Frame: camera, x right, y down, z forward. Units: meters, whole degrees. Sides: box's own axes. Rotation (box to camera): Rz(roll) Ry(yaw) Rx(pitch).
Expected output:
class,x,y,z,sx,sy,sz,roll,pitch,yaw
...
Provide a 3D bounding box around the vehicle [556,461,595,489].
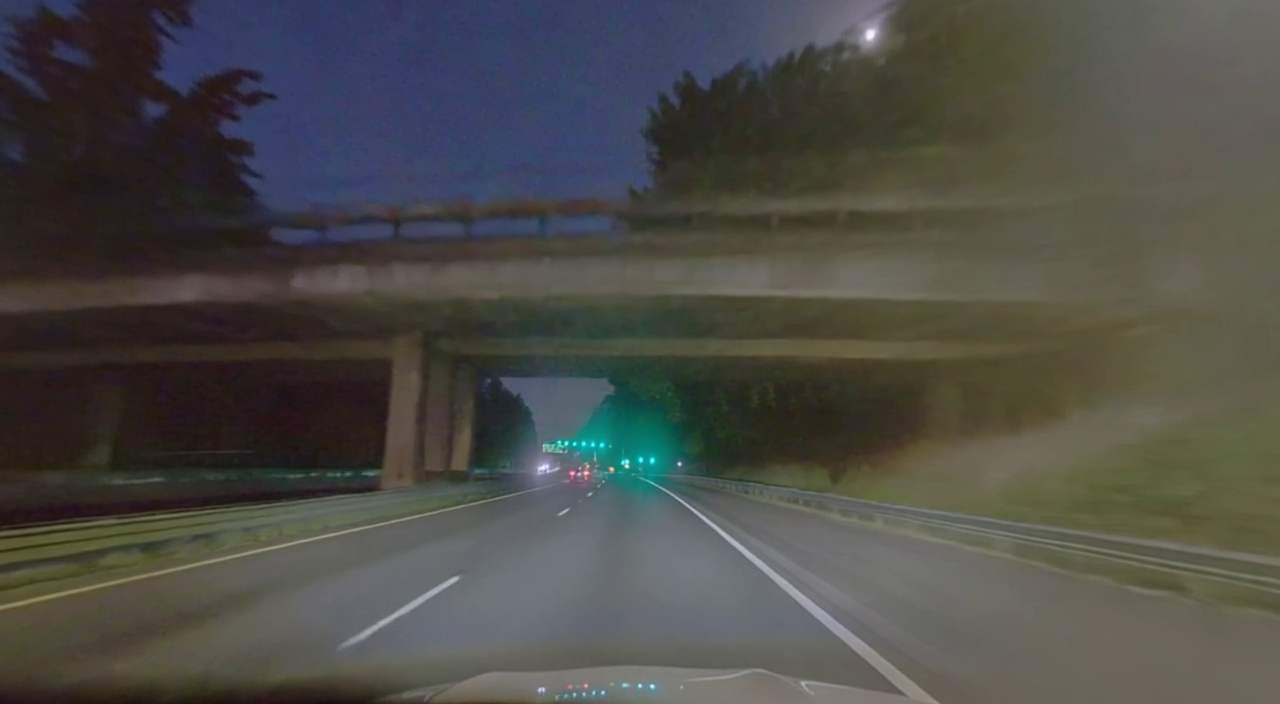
class,x,y,z,sx,sy,sz,roll,pitch,yaw
vehicle,-4.452,8.607,44.126,2.286,1.757,5.057,1,-11,-1
